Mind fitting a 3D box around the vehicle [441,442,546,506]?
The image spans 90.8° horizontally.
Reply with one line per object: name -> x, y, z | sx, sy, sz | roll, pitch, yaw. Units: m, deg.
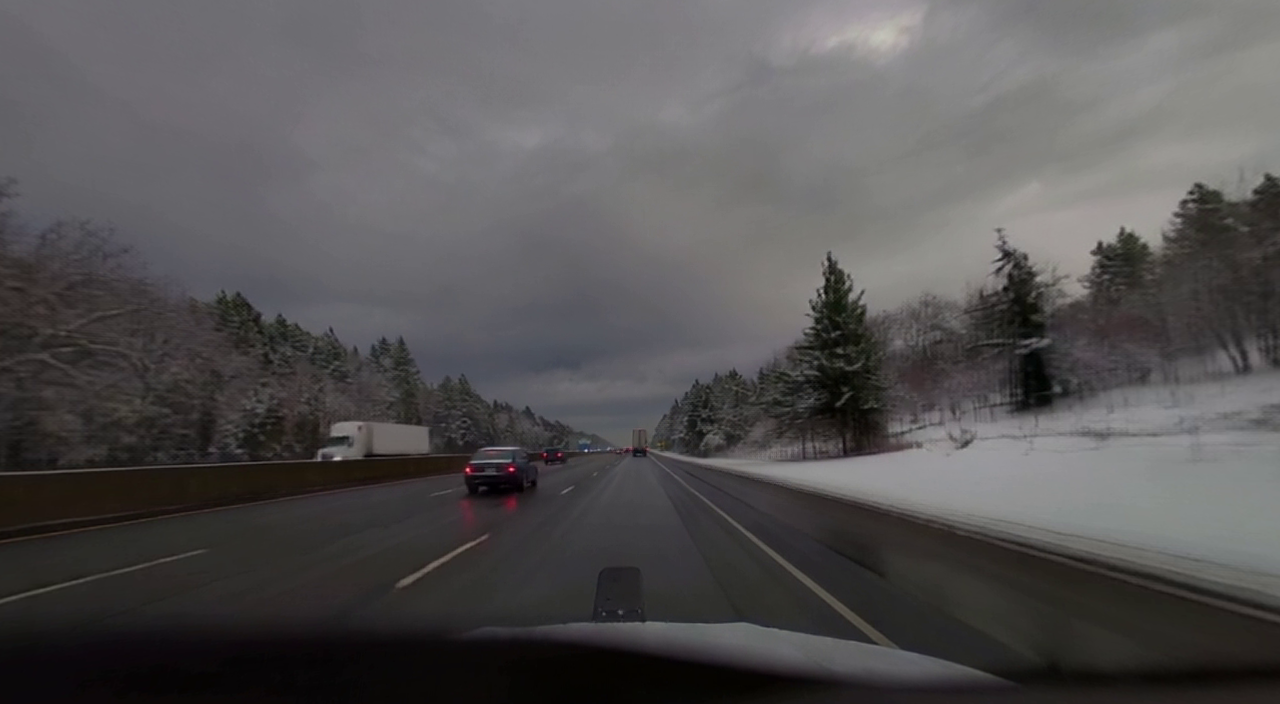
vehicle -> -3.816, 3.228, 17.085 | 1.893, 1.521, 3.742 | 0, -9, 1

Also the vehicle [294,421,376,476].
vehicle -> -23.021, 7.344, 48.073 | 3.230, 3.869, 5.810 | 0, -9, 0
